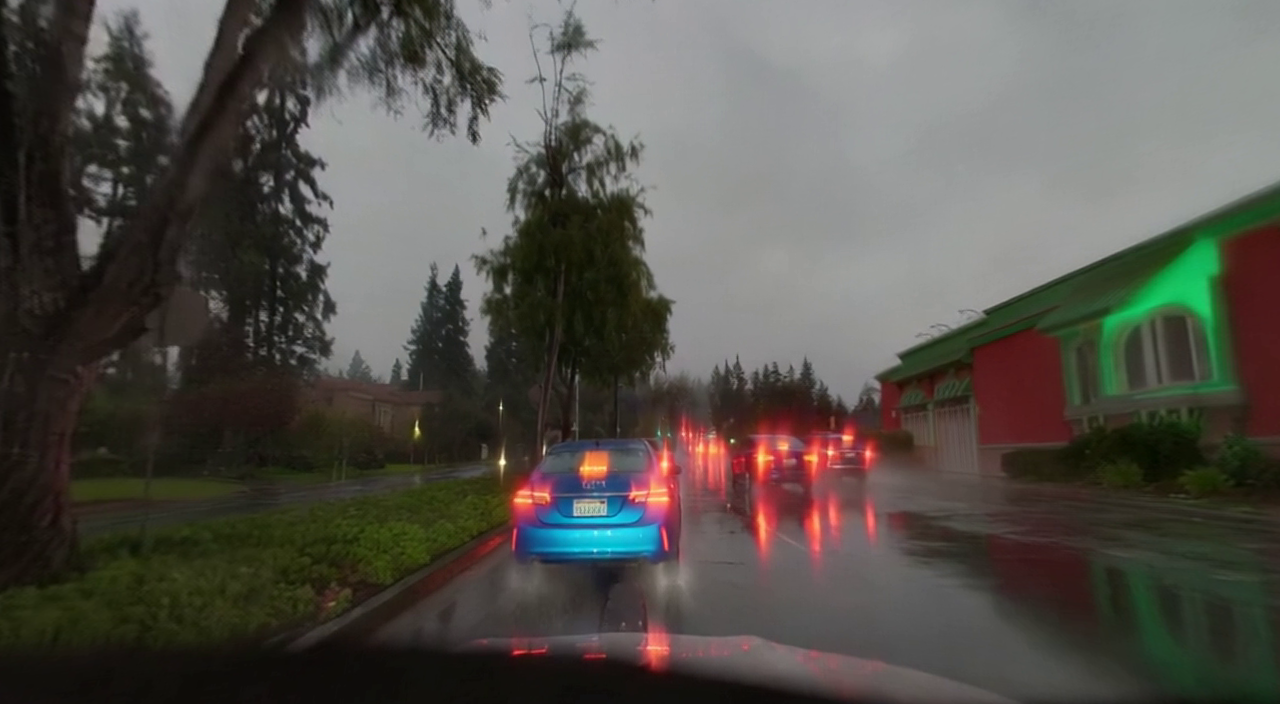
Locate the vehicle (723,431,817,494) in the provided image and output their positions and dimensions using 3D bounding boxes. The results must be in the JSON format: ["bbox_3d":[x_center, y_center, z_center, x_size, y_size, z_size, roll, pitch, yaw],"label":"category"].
[{"bbox_3d":[3.751,3.266,18.907,1.946,1.648,4.230,0,-8,0],"label":"vehicle"}]

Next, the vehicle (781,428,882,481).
[{"bbox_3d":[7.394,4.021,24.915,2.253,1.854,5.409,0,-8,0],"label":"vehicle"}]

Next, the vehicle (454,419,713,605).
[{"bbox_3d":[-0.488,1.612,7.222,2.111,1.506,4.018,0,-8,-1],"label":"vehicle"}]
